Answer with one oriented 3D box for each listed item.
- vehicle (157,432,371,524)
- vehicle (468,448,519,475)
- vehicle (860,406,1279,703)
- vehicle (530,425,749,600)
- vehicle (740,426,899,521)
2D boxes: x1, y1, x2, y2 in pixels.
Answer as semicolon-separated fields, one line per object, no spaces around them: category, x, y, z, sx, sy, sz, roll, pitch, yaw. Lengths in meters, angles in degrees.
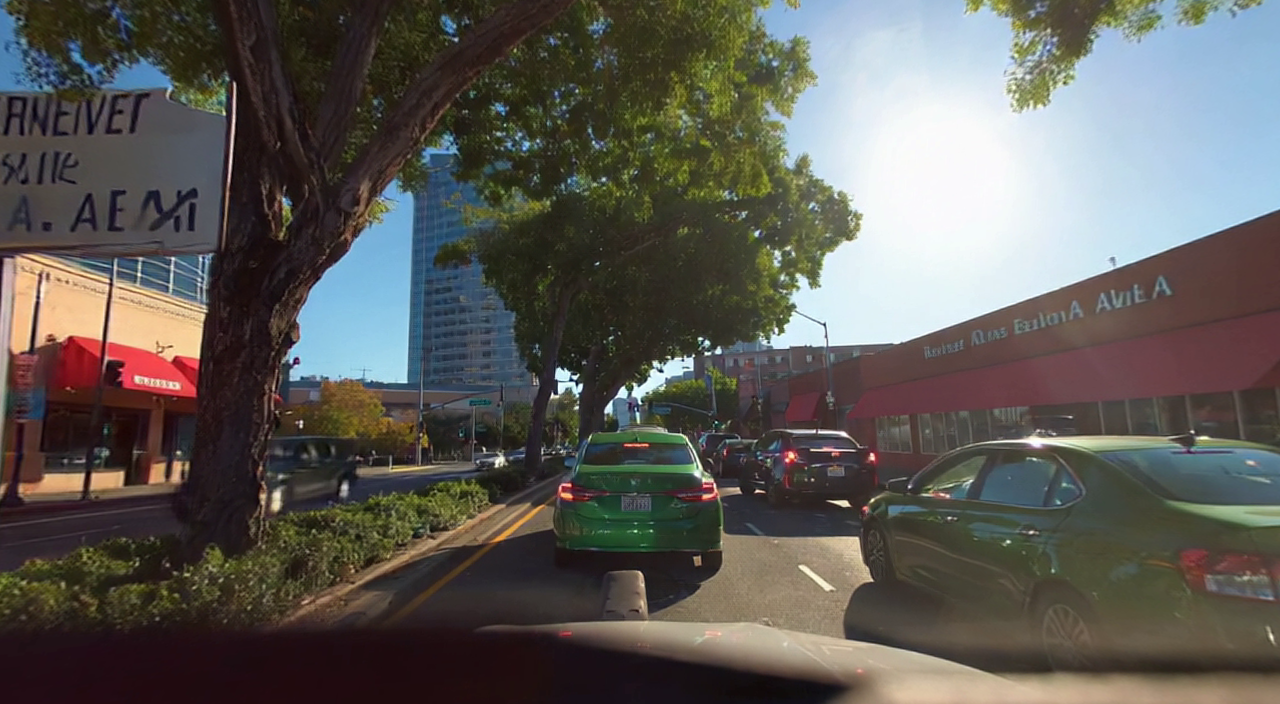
vehicle;-8.045;2.715;14.175;2.079;1.695;4.374;0;-9;0
vehicle;-8.306;6.224;36.209;1.850;1.417;4.321;0;-9;1
vehicle;3.310;1.255;4.476;1.988;1.480;4.195;0;-9;0
vehicle;-0.020;1.655;7.297;1.887;1.487;3.535;0;-9;0
vehicle;3.536;2.482;13.412;2.025;1.660;4.263;0;-9;-1
